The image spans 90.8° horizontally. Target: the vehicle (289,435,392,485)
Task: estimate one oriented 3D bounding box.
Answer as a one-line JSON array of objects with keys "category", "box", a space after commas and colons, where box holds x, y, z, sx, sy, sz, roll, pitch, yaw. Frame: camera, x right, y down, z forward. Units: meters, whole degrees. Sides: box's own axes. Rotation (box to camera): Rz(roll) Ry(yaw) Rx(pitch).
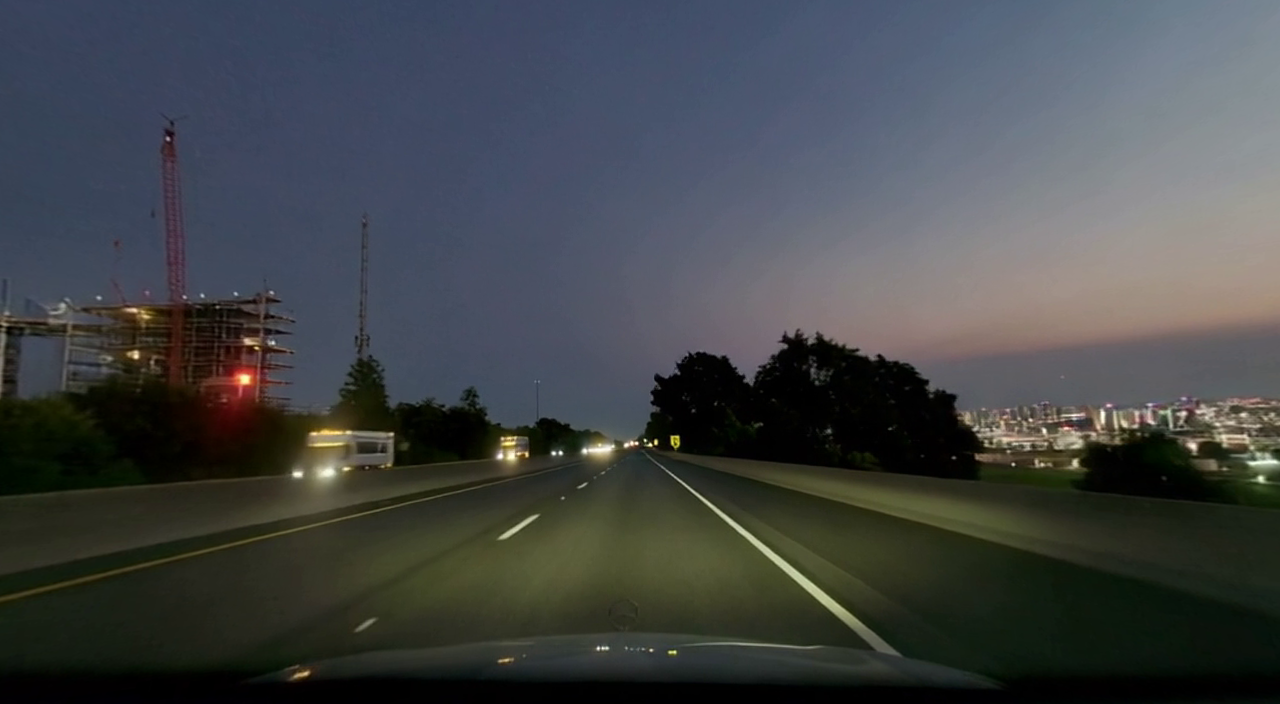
[{"category": "vehicle", "box": [-16.491, 5.959, 35.289, 2.538, 2.507, 6.224, 0, -9, 2]}]
